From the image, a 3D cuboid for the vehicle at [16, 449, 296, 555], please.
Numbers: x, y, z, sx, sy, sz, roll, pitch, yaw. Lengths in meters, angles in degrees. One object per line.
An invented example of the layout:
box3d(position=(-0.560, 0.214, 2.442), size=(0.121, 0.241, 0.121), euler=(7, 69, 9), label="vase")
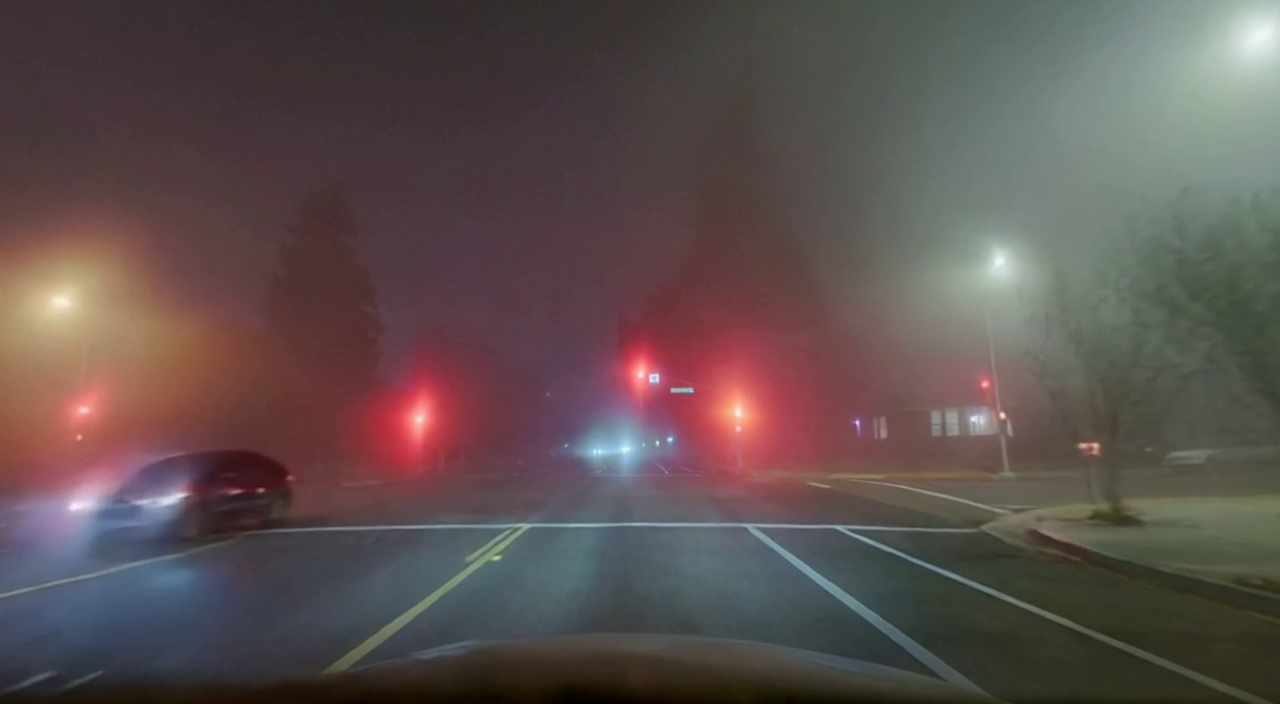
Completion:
box3d(position=(-8.062, 2.475, 11.091), size=(1.869, 1.497, 3.768), euler=(0, -9, 0), label="vehicle")
